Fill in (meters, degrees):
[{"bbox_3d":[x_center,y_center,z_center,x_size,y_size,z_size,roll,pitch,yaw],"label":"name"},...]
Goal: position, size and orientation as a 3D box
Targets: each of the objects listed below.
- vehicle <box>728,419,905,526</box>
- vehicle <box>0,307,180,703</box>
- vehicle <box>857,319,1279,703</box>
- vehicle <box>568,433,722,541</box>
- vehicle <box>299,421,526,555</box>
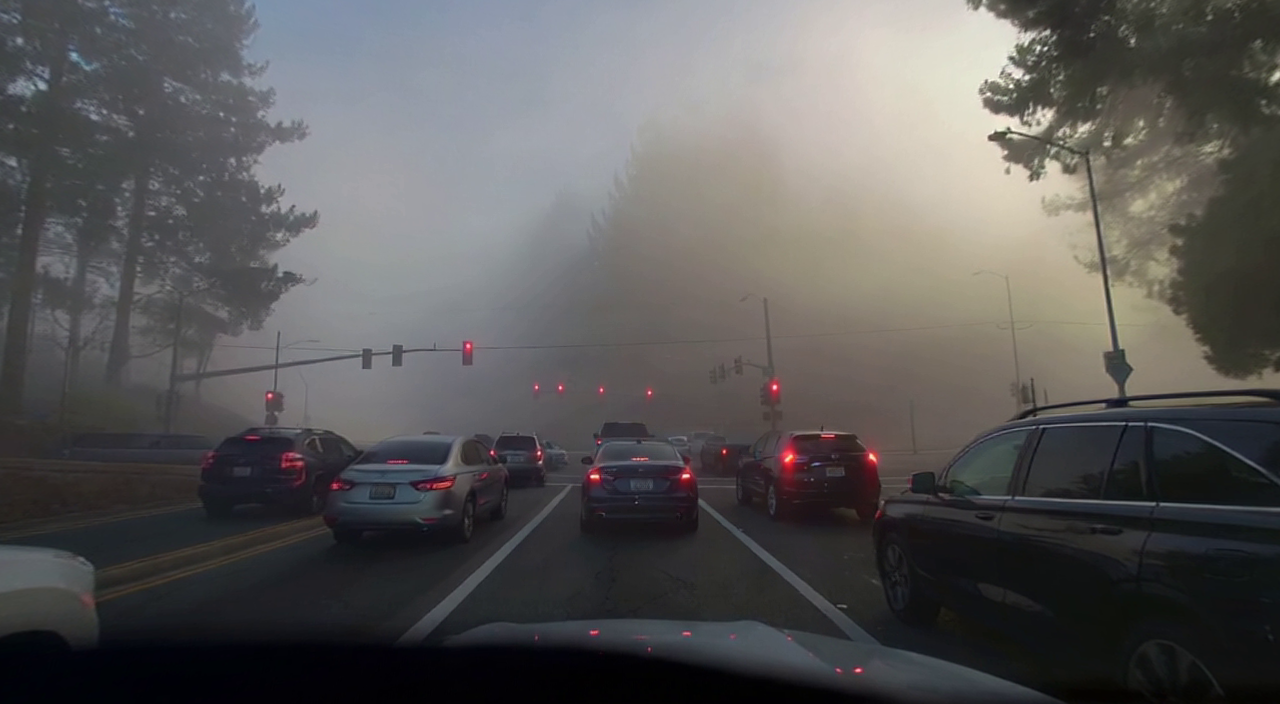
[{"bbox_3d":[3.082,2.199,12.048,2.106,1.667,4.101,0,-8,-1],"label":"vehicle"},{"bbox_3d":[-3.208,0.499,0.616,2.079,1.756,4.676,0,-8,-2],"label":"vehicle"},{"bbox_3d":[3.150,0.980,3.746,2.074,1.685,4.387,0,-8,-1],"label":"vehicle"},{"bbox_3d":[-0.003,2.098,10.424,2.076,1.438,3.770,0,-8,-2],"label":"vehicle"},{"bbox_3d":[-3.063,1.915,9.613,1.896,1.546,4.378,0,-8,-1],"label":"vehicle"}]
